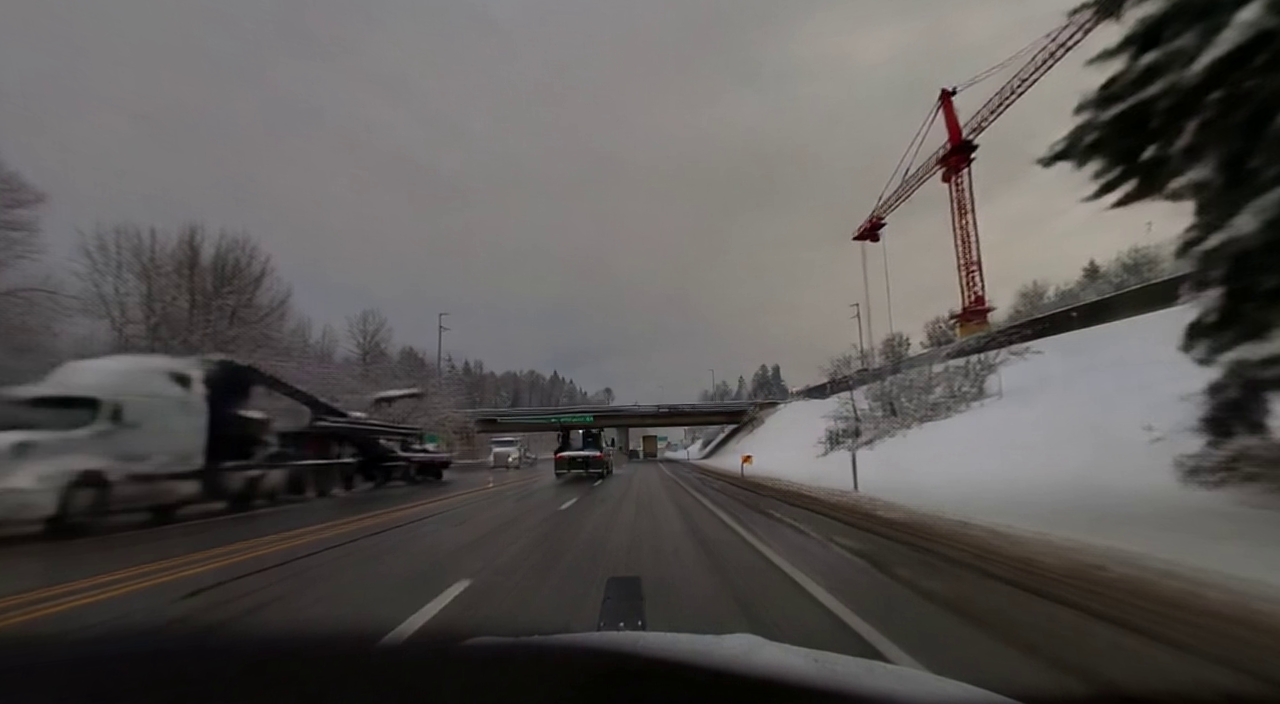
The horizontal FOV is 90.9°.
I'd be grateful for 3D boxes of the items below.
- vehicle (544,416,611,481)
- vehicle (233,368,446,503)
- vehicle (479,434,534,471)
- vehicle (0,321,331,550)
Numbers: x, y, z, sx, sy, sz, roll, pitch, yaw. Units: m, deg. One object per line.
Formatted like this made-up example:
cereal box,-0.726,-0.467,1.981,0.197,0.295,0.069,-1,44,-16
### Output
vehicle,-2.859,4.700,30.685,2.565,2.771,6.641,0,-9,0
vehicle,-9.991,3.087,22.644,2.813,3.815,9.248,0,-9,1
vehicle,-9.795,7.496,46.896,2.762,2.579,6.099,0,-9,0
vehicle,-10.008,1.811,13.211,2.931,3.367,7.777,0,-9,1
